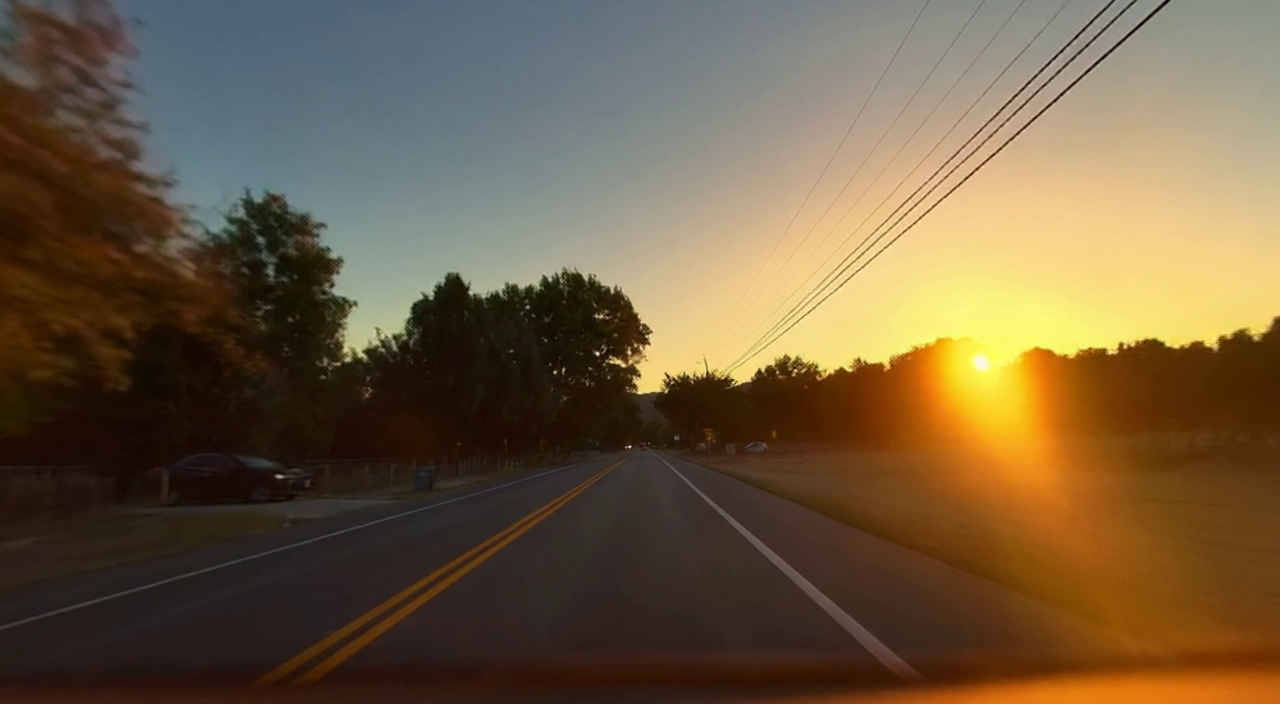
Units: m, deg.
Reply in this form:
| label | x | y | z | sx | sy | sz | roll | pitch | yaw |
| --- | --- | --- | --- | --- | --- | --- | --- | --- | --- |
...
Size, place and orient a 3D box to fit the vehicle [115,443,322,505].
| label | x | y | z | sx | sy | sz | roll | pitch | yaw |
| --- | --- | --- | --- | --- | --- | --- | --- | --- | --- |
| vehicle | -12.781 | 3.700 | 19.409 | 4.813 | 1.763 | 2.048 | 0 | -8 | -2 |
